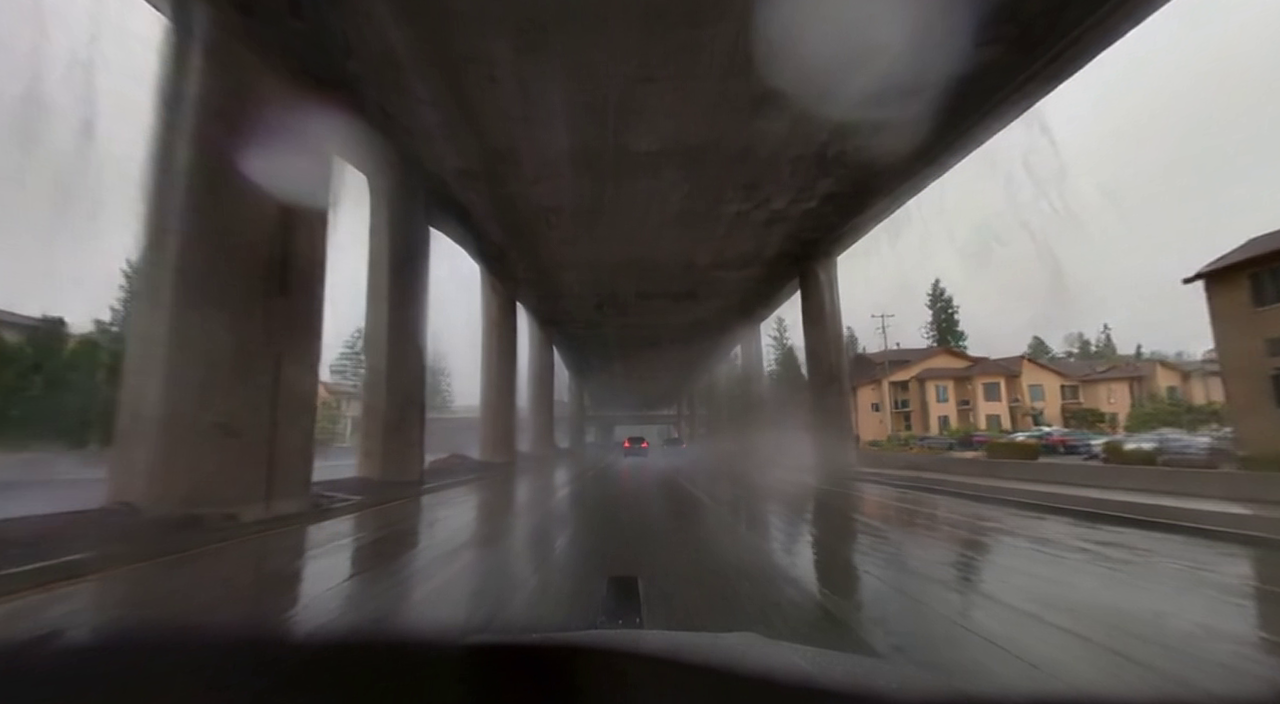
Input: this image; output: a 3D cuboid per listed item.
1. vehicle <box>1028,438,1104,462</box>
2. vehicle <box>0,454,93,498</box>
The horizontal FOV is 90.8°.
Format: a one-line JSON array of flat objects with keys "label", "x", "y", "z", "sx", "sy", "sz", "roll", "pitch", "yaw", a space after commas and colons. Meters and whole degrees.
[{"label": "vehicle", "x": 33.679, "y": 7.753, "z": 49.994, "sx": 4.571, "sy": 1.685, "sz": 2.006, "roll": -2, "pitch": -9, "yaw": -4}, {"label": "vehicle", "x": -27.684, "y": 5.521, "z": 28.540, "sx": 1.922, "sy": 1.738, "sz": 4.748, "roll": 0, "pitch": -8, "yaw": -4}]
